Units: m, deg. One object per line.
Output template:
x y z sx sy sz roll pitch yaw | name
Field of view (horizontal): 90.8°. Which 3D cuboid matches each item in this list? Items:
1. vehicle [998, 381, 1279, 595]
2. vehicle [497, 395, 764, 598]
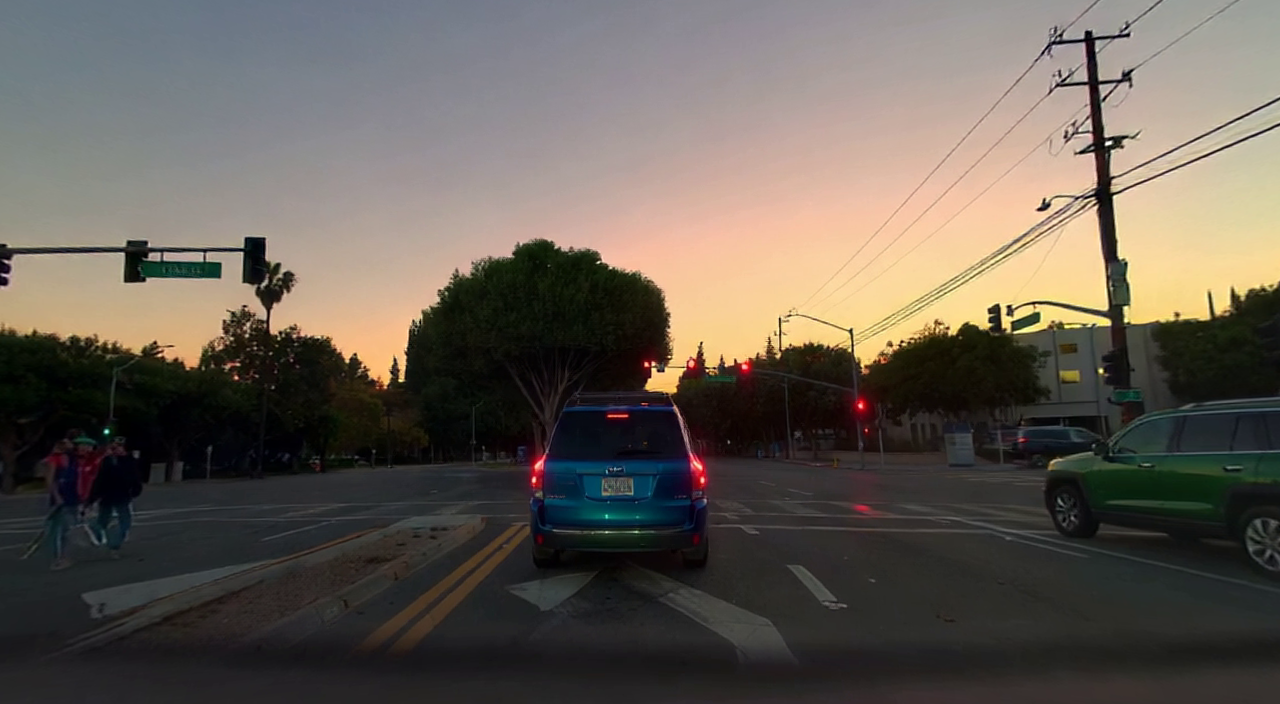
6.583 1.437 7.231 2.119 1.827 4.806 0 -9 0 | vehicle
-0.108 1.559 7.635 2.285 1.729 4.252 0 -9 -1 | vehicle
